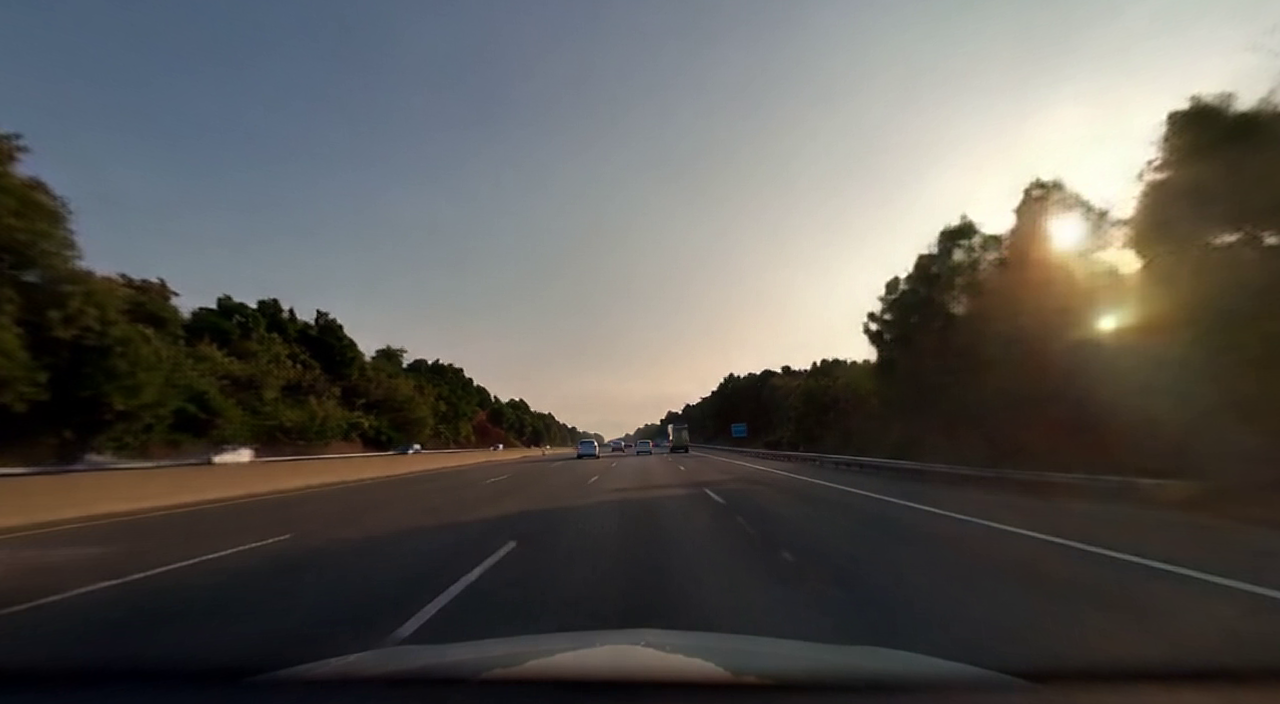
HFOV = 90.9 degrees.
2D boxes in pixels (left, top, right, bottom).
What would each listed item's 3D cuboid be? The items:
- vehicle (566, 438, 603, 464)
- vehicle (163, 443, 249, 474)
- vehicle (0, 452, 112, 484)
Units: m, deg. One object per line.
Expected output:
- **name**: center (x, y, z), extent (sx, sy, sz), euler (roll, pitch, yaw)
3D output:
- **vehicle**: center (-3.518, 6.362, 40.662), extent (2.025, 1.571, 3.662), euler (-1, -9, 1)
- **vehicle**: center (-25.398, 6.234, 37.112), extent (1.883, 1.678, 4.440), euler (0, -9, 0)
- **vehicle**: center (-29.498, 5.788, 31.828), extent (1.846, 1.449, 4.468), euler (0, -9, 0)
